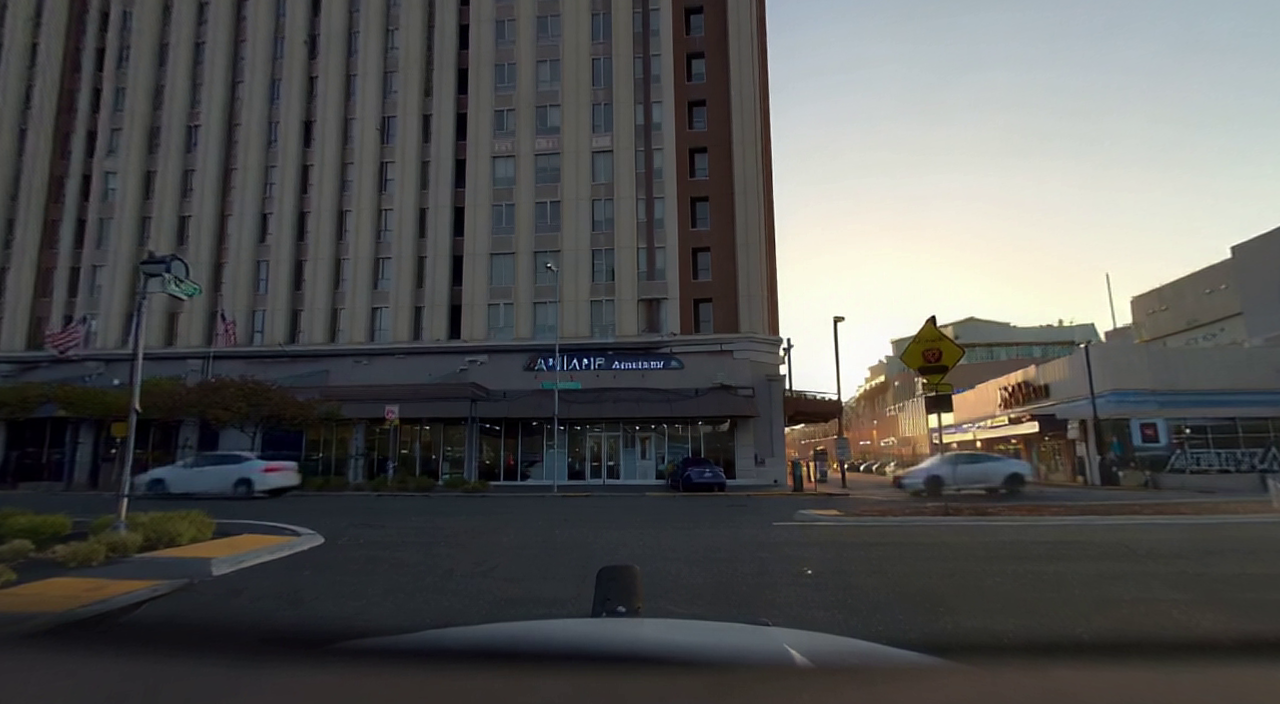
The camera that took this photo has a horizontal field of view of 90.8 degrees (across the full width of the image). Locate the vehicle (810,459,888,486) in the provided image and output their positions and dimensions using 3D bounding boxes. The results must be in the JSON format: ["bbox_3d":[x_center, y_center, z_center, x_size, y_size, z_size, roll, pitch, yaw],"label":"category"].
[{"bbox_3d":[12.972,7.465,39.503,1.791,1.453,4.593,5,-10,-29],"label":"vehicle"}]

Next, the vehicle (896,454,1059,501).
[{"bbox_3d":[11.568,4.290,21.828,4.661,1.478,1.878,1,-9,-7],"label":"vehicle"}]

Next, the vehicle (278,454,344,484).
[{"bbox_3d":[-20.027,7.047,38.348,4.596,1.680,1.936,-8,-11,41],"label":"vehicle"}]

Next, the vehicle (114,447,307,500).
[{"bbox_3d":[-14.283,4.035,21.280,4.889,1.659,2.059,1,-9,-4],"label":"vehicle"}]

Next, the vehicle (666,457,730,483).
[{"bbox_3d":[3.571,7.368,39.686,1.812,1.468,4.519,5,-10,-28],"label":"vehicle"}]
